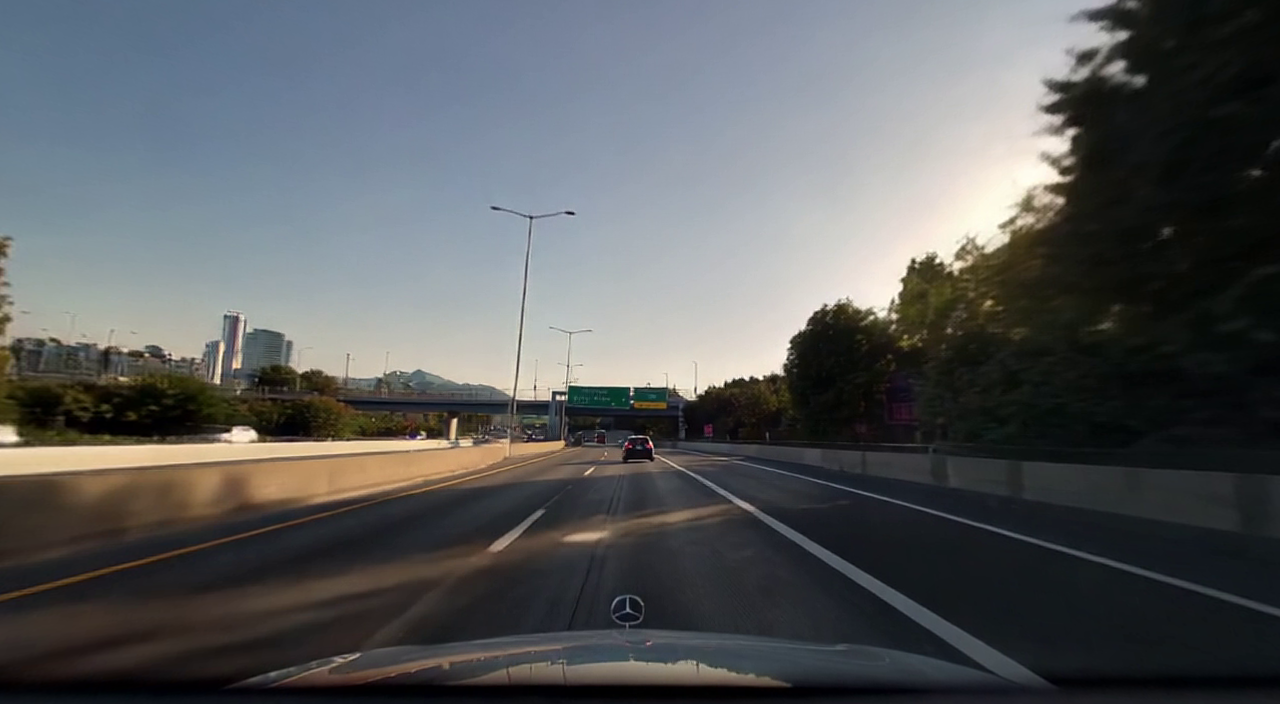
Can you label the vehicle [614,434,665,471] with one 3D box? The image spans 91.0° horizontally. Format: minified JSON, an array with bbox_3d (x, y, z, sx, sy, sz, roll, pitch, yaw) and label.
[{"bbox_3d":[-0.042,4.510,28.361,2.130,1.512,4.057,1,-8,0],"label":"vehicle"}]
